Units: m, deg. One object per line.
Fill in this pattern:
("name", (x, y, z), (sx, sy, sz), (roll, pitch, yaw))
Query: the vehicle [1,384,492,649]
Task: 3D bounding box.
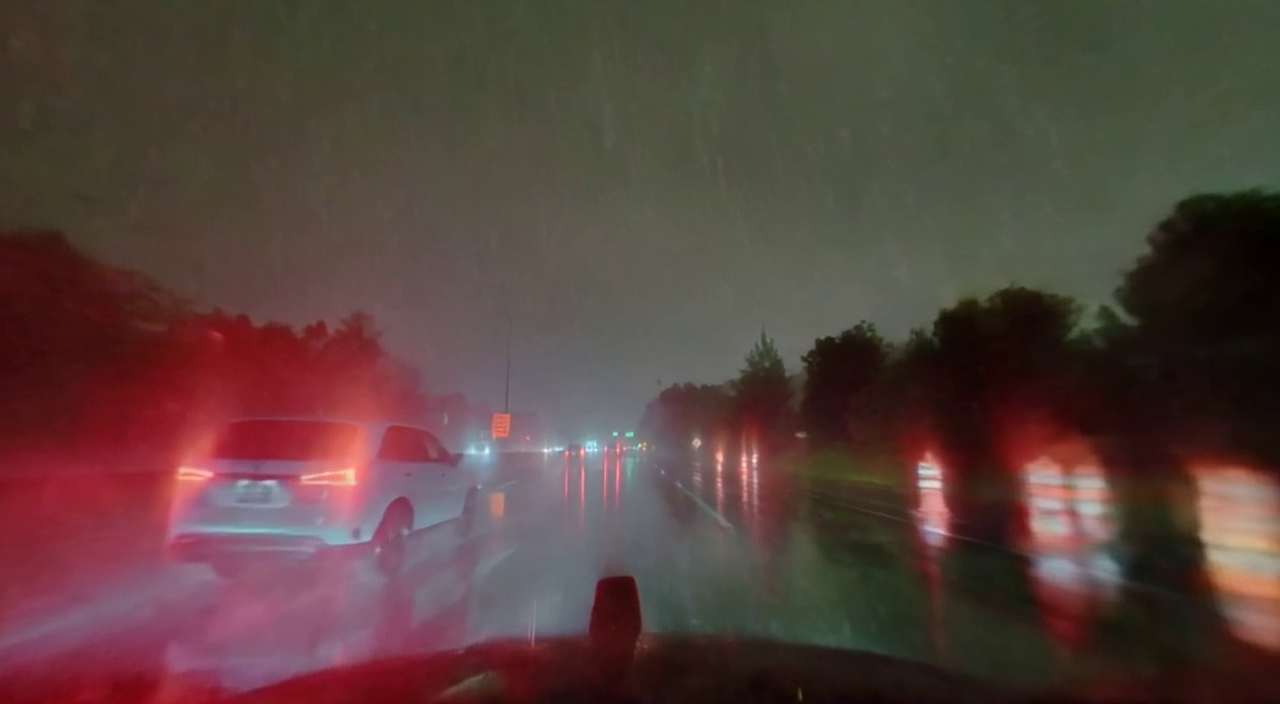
("vehicle", (-3.068, 1.397, 6.358), (2.103, 1.715, 4.371), (0, -9, 0))
